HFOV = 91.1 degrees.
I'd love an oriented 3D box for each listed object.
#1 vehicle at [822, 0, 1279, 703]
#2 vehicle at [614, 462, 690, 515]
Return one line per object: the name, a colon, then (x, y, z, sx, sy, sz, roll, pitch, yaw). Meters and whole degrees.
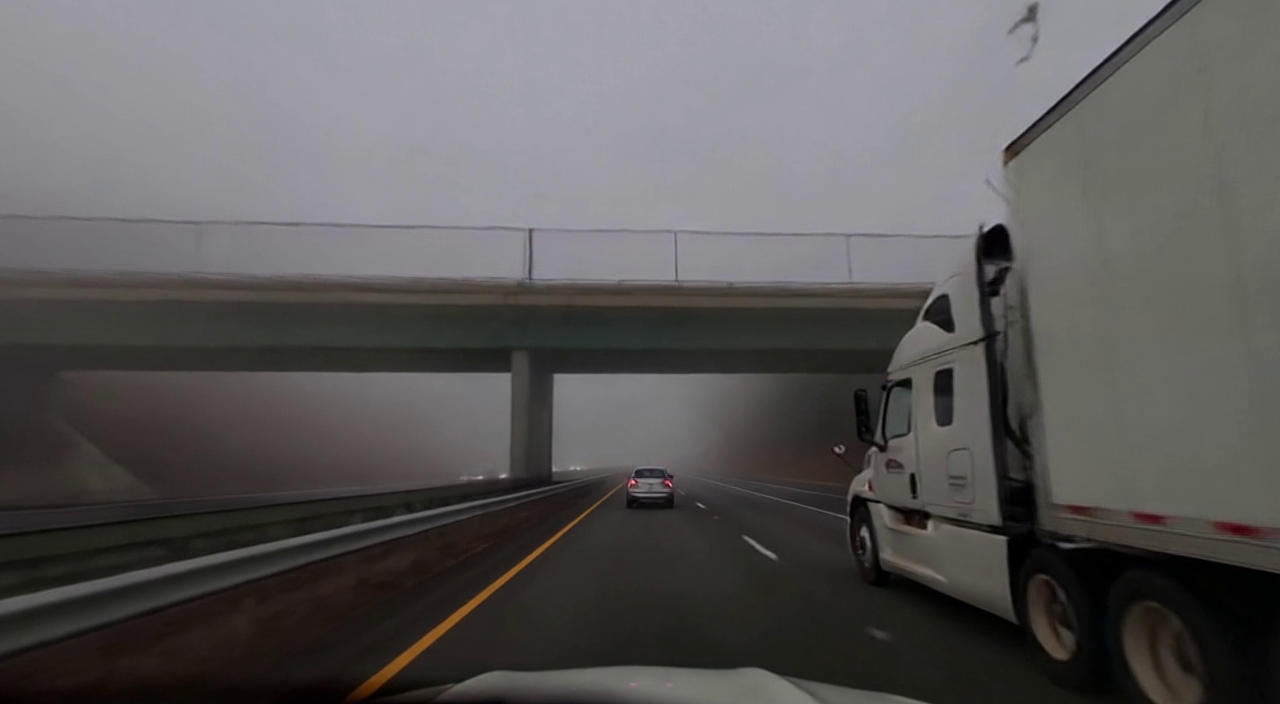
vehicle: (4.460, -0.206, 1.692, 2.964, 4.188, 16.587, 1, -10, 0)
vehicle: (0.361, 4.210, 19.694, 2.156, 1.444, 3.762, 1, -10, 1)
